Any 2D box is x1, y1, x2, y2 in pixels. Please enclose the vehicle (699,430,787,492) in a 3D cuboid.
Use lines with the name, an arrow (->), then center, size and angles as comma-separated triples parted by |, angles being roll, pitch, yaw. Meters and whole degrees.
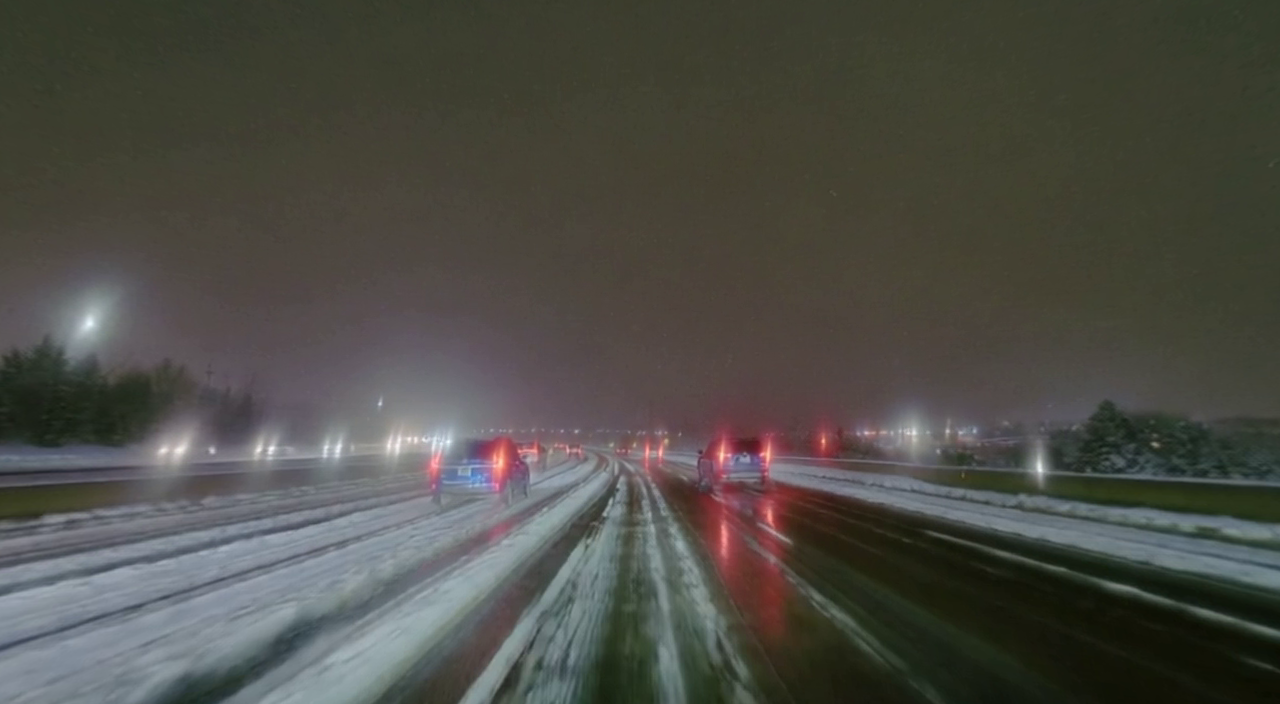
vehicle -> 3.366, 3.688, 21.632 | 2.153, 1.860, 4.689 | 0, -9, -1

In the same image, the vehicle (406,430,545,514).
vehicle -> -3.812, 2.889, 15.561 | 2.214, 1.743, 4.465 | 0, -9, 0
